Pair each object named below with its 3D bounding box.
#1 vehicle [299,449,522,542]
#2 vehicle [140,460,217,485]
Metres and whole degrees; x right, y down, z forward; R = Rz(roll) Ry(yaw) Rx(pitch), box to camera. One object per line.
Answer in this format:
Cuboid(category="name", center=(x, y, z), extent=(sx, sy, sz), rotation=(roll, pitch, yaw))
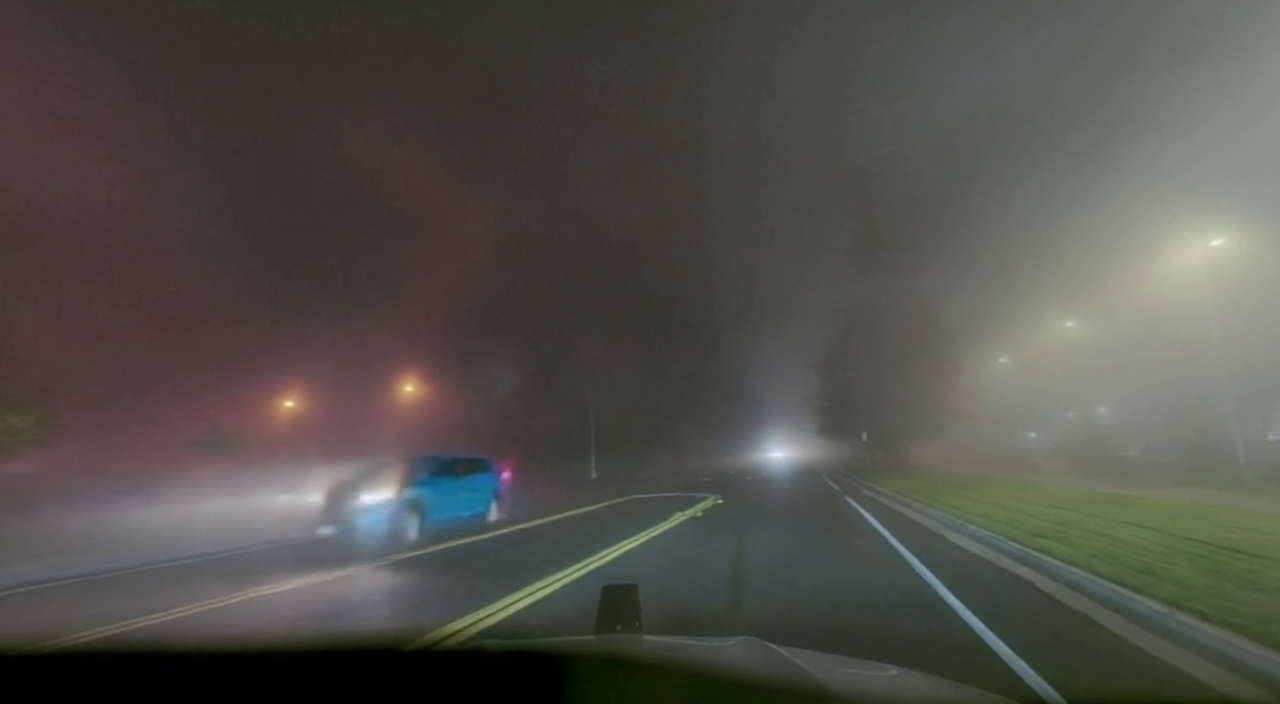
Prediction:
Cuboid(category="vehicle", center=(-4.236, 2.685, 12.602), extent=(1.926, 1.465, 4.433), rotation=(-2, -9, 15))
Cuboid(category="vehicle", center=(-30.746, 7.990, 42.067), extent=(4.252, 1.506, 1.860), rotation=(-2, -10, 19))
